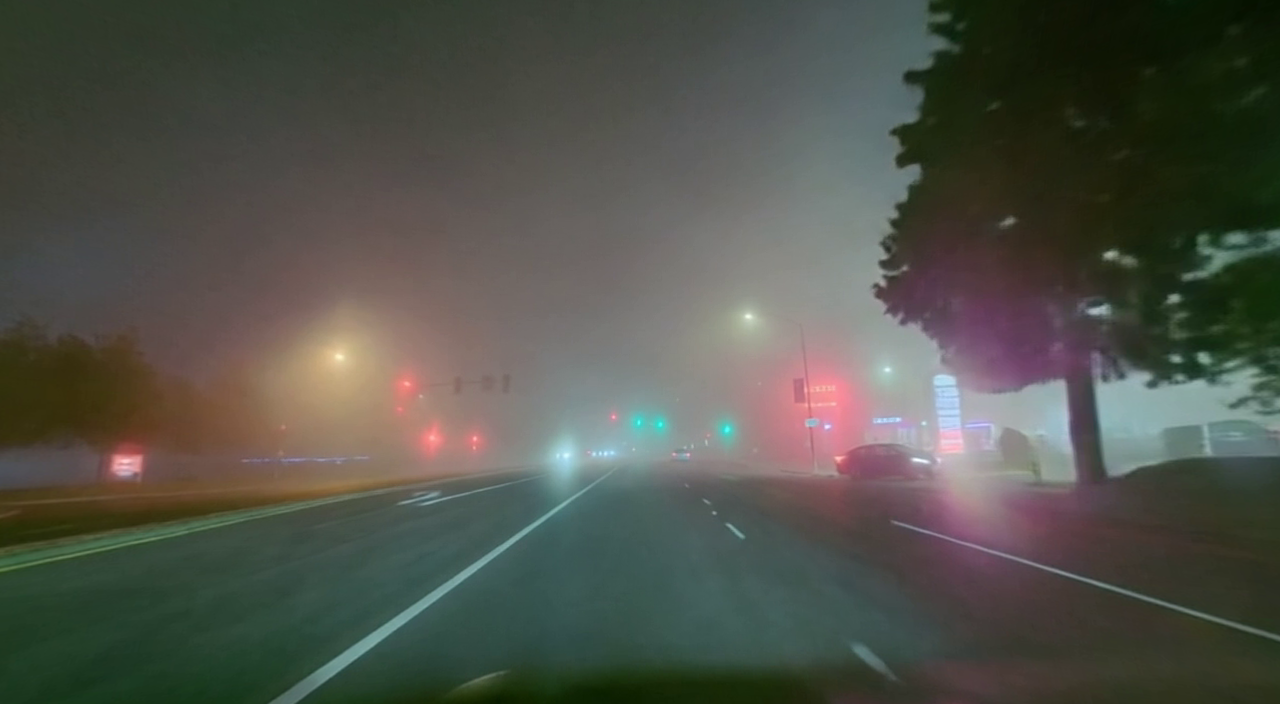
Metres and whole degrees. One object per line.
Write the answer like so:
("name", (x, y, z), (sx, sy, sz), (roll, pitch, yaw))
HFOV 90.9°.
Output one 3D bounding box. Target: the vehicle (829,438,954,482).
("vehicle", (9.612, 4.151, 24.399), (4.007, 1.591, 1.915), (-1, -8, 2))
